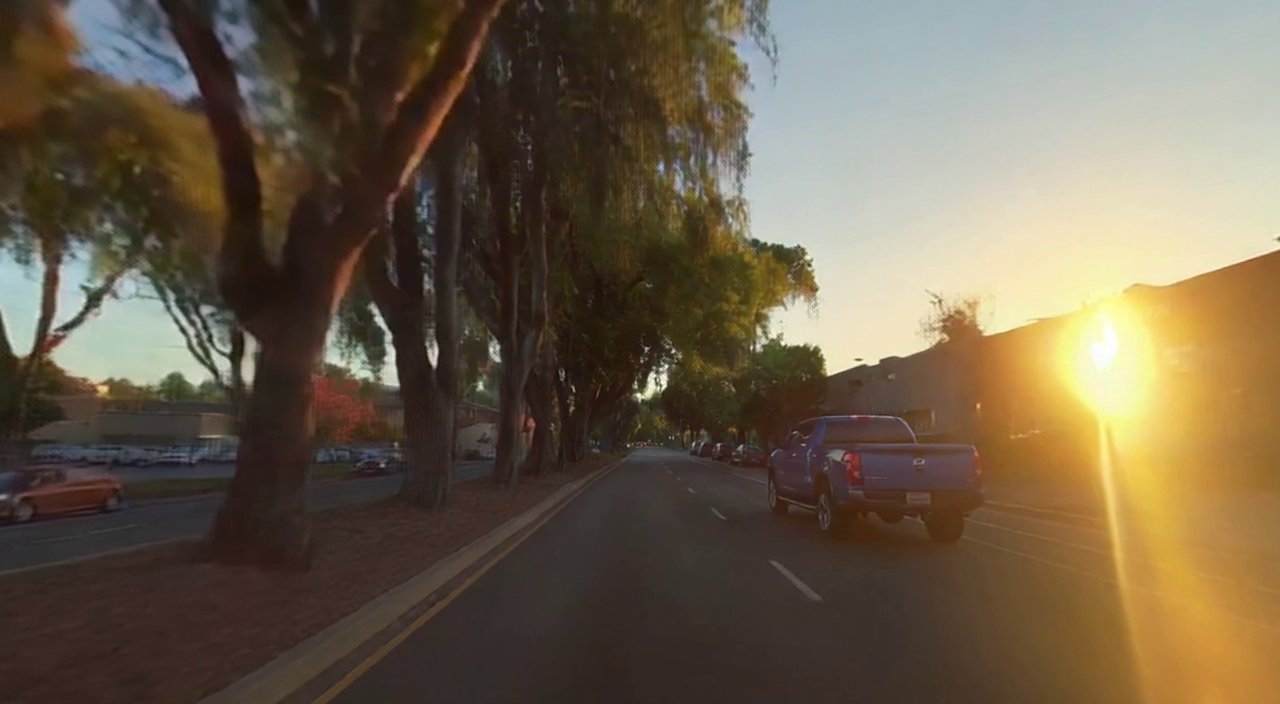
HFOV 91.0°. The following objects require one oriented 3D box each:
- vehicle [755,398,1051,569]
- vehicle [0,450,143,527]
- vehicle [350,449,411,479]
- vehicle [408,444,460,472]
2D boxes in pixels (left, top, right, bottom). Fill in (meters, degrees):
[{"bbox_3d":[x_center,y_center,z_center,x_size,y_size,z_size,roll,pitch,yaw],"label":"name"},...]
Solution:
[{"bbox_3d":[3.319,1.815,9.520,2.085,1.828,5.383,0,-9,-1],"label":"vehicle"},{"bbox_3d":[-15.905,3.513,16.735,1.913,1.734,4.357,0,-9,-3],"label":"vehicle"},{"bbox_3d":[-16.008,6.902,39.108,1.919,1.616,4.723,-2,-8,-1],"label":"vehicle"},{"bbox_3d":[-15.661,8.068,48.149,2.097,1.852,5.090,-3,-9,2],"label":"vehicle"}]
